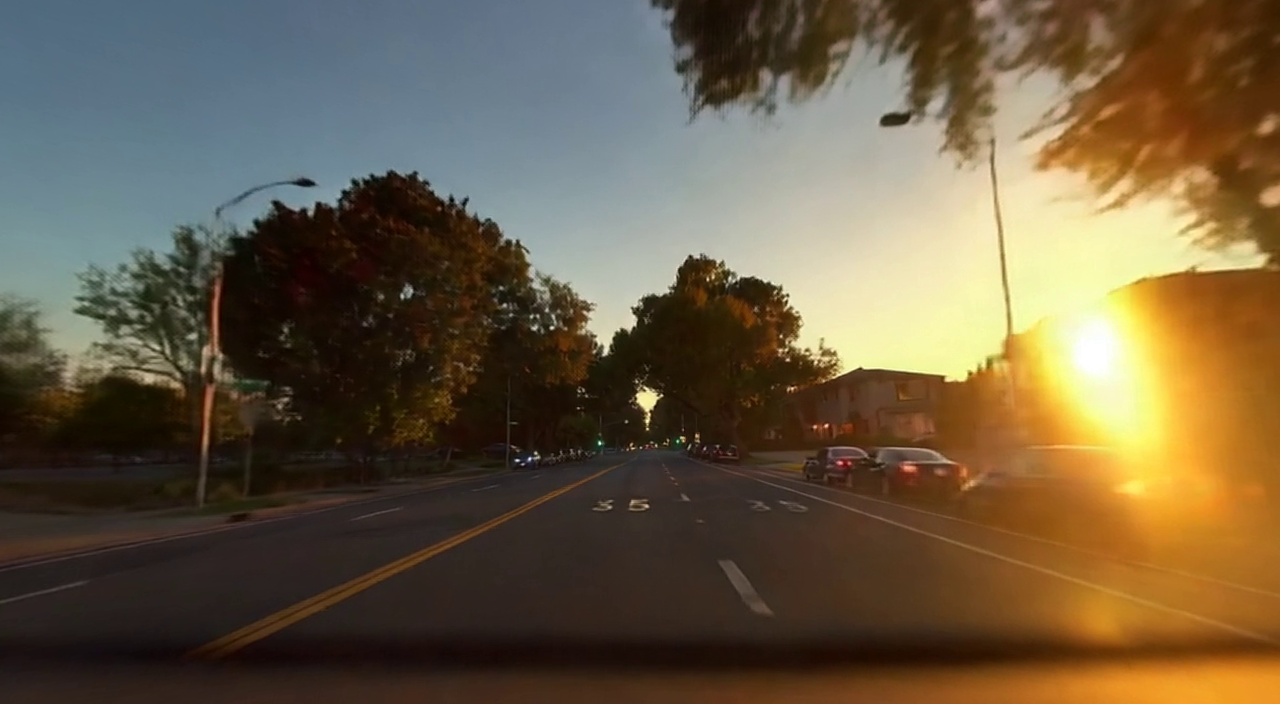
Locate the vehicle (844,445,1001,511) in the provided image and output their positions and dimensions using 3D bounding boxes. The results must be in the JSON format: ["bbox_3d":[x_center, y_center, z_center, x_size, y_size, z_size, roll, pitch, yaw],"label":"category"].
[{"bbox_3d":[7.051,3.168,16.423,2.001,1.454,4.494,0,-9,0],"label":"vehicle"}]

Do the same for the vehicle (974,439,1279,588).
[{"bbox_3d":[6.893,1.991,8.789,1.940,1.481,4.650,0,-9,0],"label":"vehicle"}]

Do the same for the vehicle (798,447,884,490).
[{"bbox_3d":[7.253,4.218,23.270,1.854,1.425,4.316,-1,-9,2],"label":"vehicle"}]
